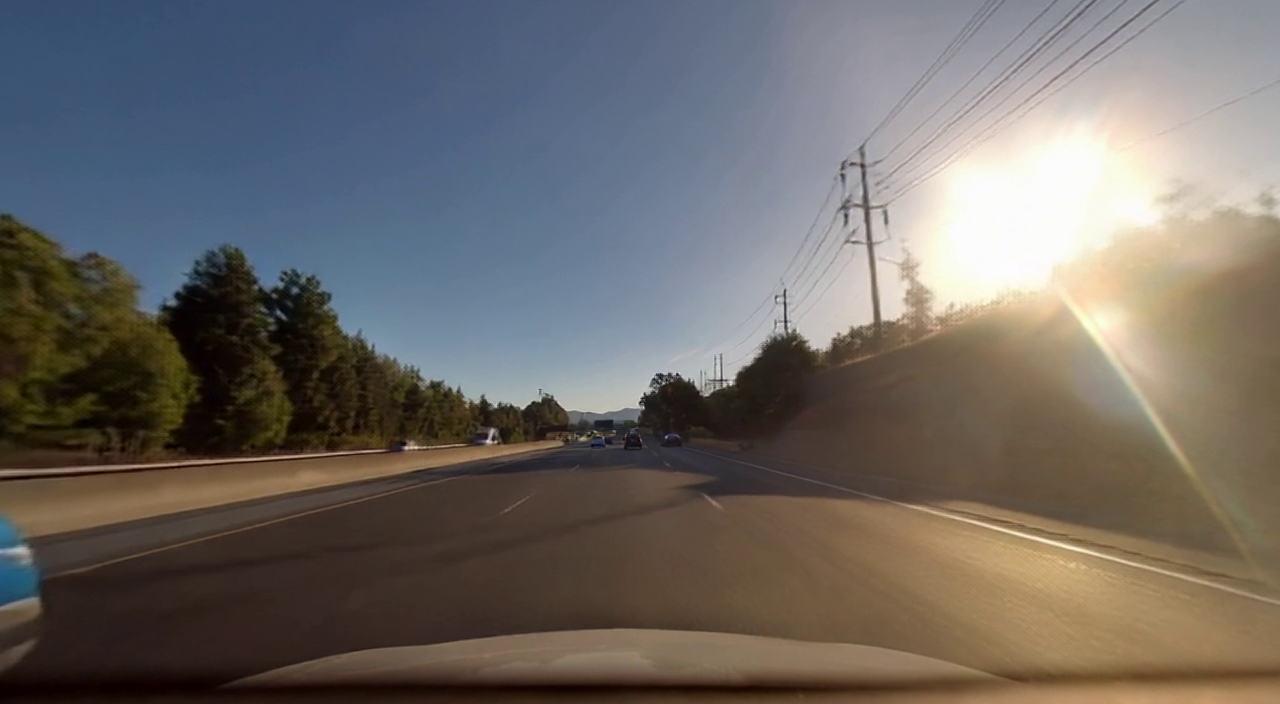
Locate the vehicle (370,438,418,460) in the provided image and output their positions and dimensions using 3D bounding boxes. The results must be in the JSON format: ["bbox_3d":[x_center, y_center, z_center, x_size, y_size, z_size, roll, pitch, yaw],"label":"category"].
[{"bbox_3d":[-17.657,6.976,45.412,1.827,1.463,3.892,0,-8,0],"label":"vehicle"}]
